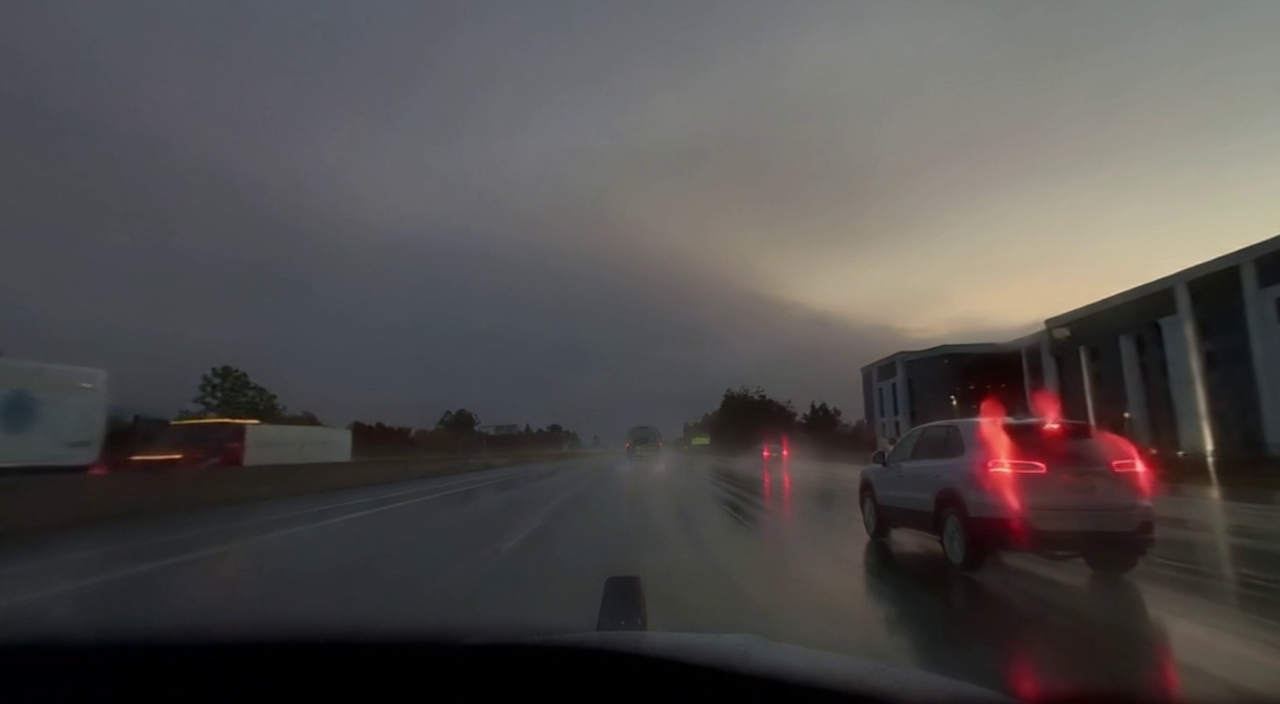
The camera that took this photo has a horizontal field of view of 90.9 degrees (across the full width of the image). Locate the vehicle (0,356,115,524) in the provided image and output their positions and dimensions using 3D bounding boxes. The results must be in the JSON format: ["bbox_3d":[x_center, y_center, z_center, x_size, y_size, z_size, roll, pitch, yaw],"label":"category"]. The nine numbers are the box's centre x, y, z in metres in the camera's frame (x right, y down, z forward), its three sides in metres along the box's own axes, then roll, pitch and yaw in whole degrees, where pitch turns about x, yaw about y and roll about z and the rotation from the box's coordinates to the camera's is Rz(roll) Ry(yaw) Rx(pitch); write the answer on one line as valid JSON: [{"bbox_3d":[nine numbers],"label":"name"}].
[{"bbox_3d":[-15.914,1.781,12.915,3.049,3.710,8.153,0,-9,1],"label":"vehicle"}]

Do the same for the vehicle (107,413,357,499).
[{"bbox_3d":[-15.916,4.302,26.396,2.723,2.765,11.554,0,-9,0],"label":"vehicle"}]

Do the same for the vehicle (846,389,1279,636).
[{"bbox_3d":[4.064,1.431,6.713,2.008,1.595,5.082,-1,-9,0],"label":"vehicle"}]

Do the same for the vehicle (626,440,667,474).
[{"bbox_3d":[0.284,5.575,33.507,2.015,1.639,4.086,0,-9,-1],"label":"vehicle"}]
